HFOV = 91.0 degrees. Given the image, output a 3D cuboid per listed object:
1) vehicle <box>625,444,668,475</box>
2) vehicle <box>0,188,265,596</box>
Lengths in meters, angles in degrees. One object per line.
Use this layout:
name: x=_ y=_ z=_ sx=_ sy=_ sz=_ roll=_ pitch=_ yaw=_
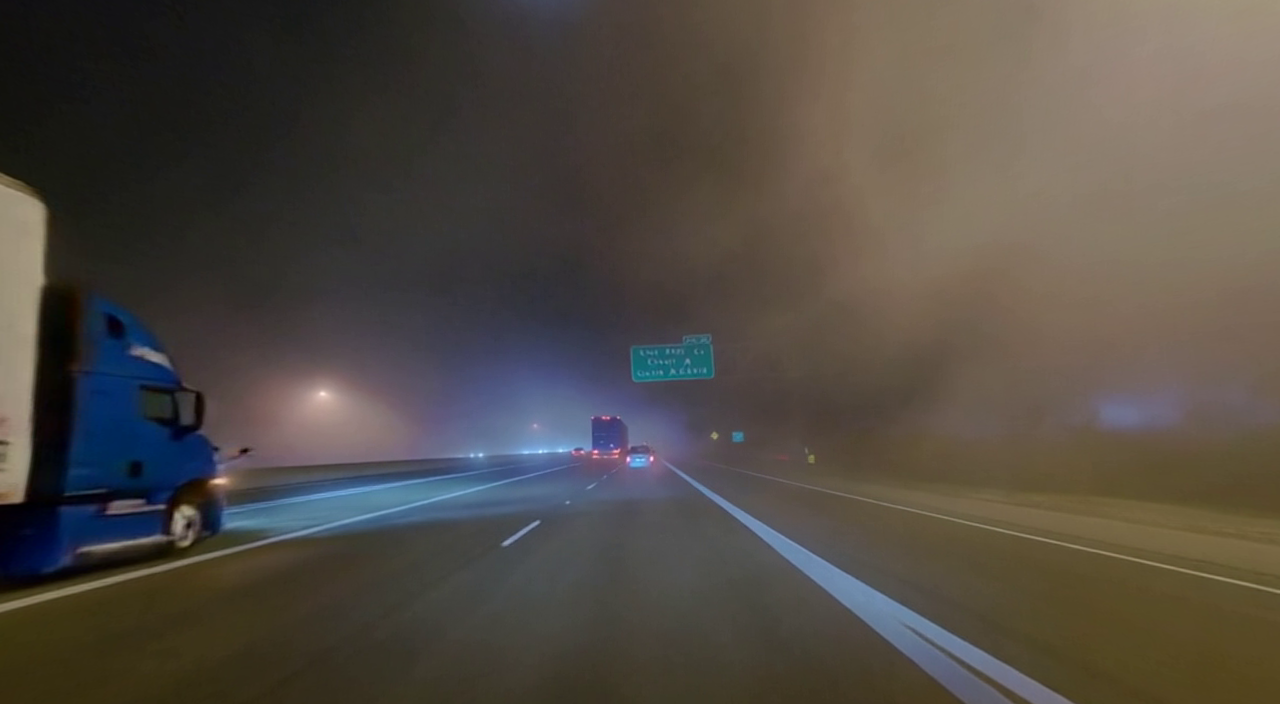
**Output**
vehicle: x=0.284 y=5.593 z=32.934 sx=2.066 sy=1.469 sz=4.050 roll=0 pitch=-9 yaw=-1
vehicle: x=-7.588 y=0.127 z=4.282 sx=3.067 sy=3.804 sz=11.136 roll=0 pitch=-9 yaw=1
